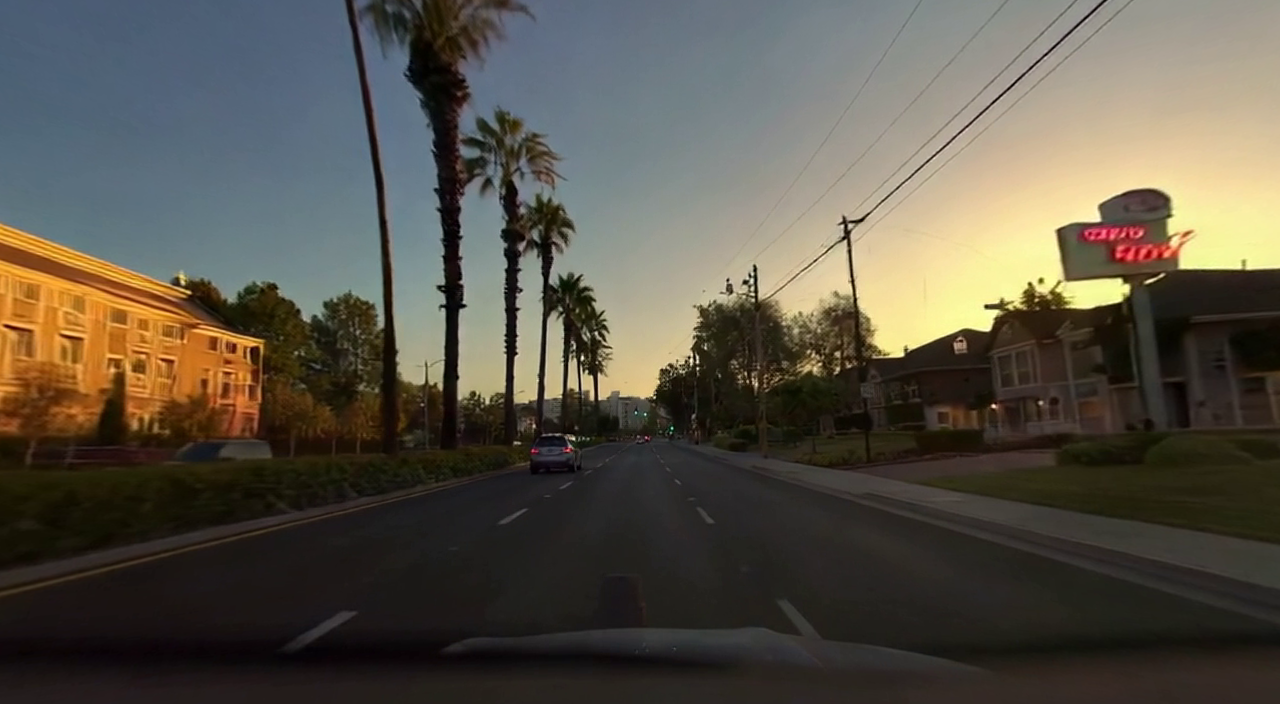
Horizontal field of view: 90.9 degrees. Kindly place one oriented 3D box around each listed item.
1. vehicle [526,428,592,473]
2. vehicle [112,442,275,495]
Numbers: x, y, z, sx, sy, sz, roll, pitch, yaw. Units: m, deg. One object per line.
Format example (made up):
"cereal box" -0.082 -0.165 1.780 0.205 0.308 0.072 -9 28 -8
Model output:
"vehicle" -3.242 4.072 26.219 2.062 1.693 4.669 0 -8 1
"vehicle" -14.355 3.734 20.679 2.075 1.526 4.403 0 -8 1
